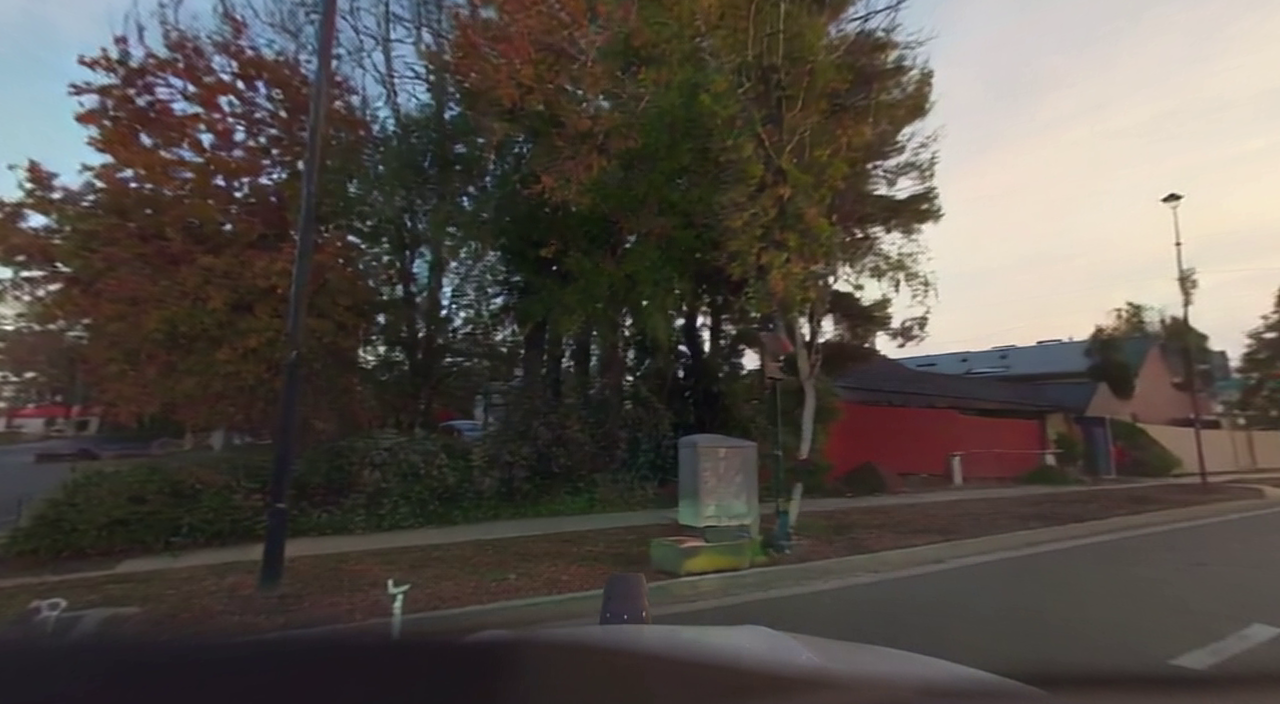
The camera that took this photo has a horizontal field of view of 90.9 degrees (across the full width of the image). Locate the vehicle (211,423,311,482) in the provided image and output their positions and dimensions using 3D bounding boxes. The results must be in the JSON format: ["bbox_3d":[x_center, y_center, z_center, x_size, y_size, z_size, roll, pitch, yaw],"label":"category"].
[{"bbox_3d":[-12.430,3.217,20.795,2.449,1.666,5.035,4,-8,-30],"label":"vehicle"}]
